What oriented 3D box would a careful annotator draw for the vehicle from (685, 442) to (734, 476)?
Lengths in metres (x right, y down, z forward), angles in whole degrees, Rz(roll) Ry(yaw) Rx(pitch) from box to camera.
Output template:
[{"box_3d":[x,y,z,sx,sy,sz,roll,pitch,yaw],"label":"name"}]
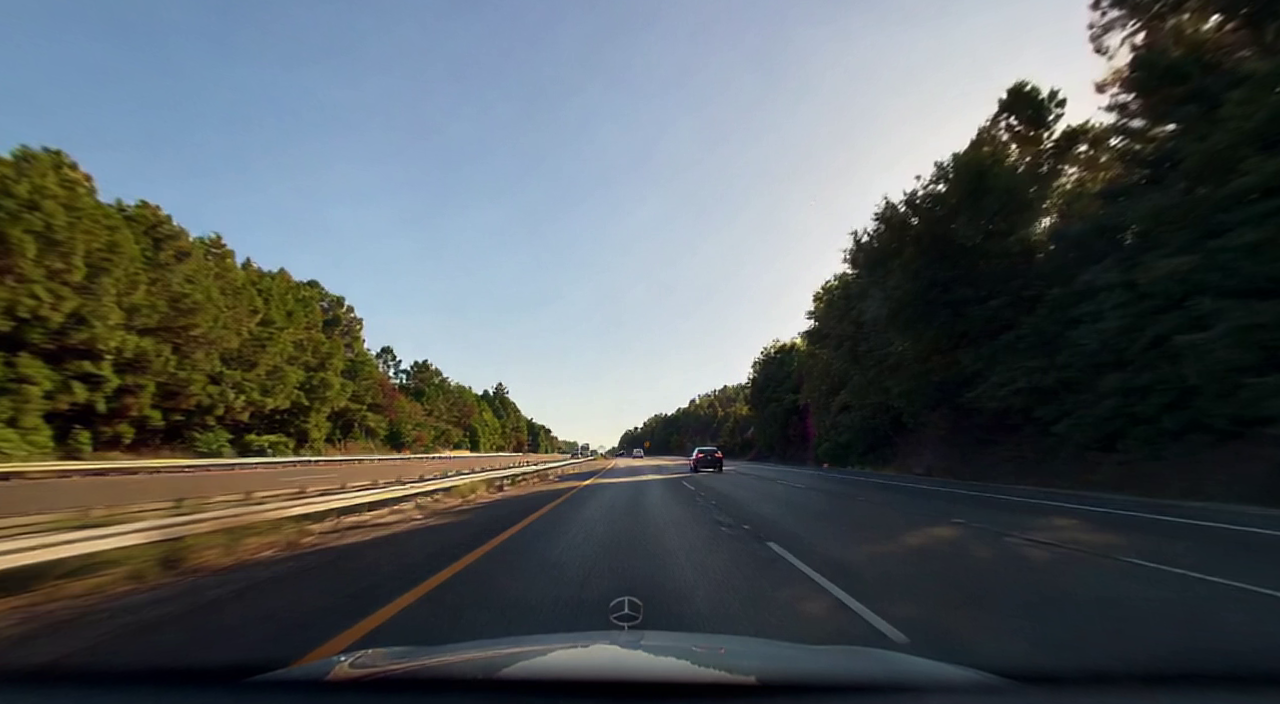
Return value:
[{"box_3d":[3.550,5.578,33.047,1.933,1.663,4.440,0,-9,-2],"label":"vehicle"}]
